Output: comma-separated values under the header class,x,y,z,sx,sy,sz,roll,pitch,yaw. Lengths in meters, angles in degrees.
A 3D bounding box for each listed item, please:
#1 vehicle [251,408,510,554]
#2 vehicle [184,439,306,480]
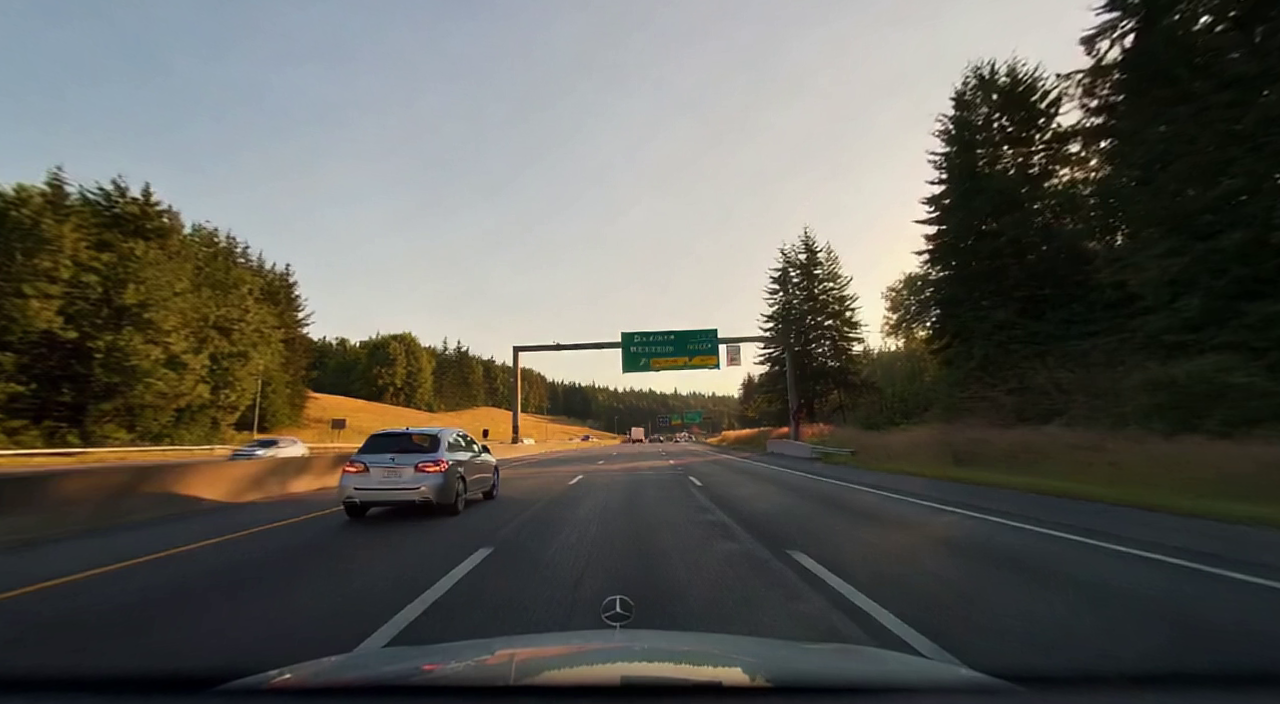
class,x,y,z,sx,sy,sz,roll,pitch,yaw
vehicle,-3.411,1.768,9.345,2.084,1.654,4.080,0,-8,0
vehicle,-15.790,4.281,25.557,1.956,1.501,4.682,0,-8,-1
